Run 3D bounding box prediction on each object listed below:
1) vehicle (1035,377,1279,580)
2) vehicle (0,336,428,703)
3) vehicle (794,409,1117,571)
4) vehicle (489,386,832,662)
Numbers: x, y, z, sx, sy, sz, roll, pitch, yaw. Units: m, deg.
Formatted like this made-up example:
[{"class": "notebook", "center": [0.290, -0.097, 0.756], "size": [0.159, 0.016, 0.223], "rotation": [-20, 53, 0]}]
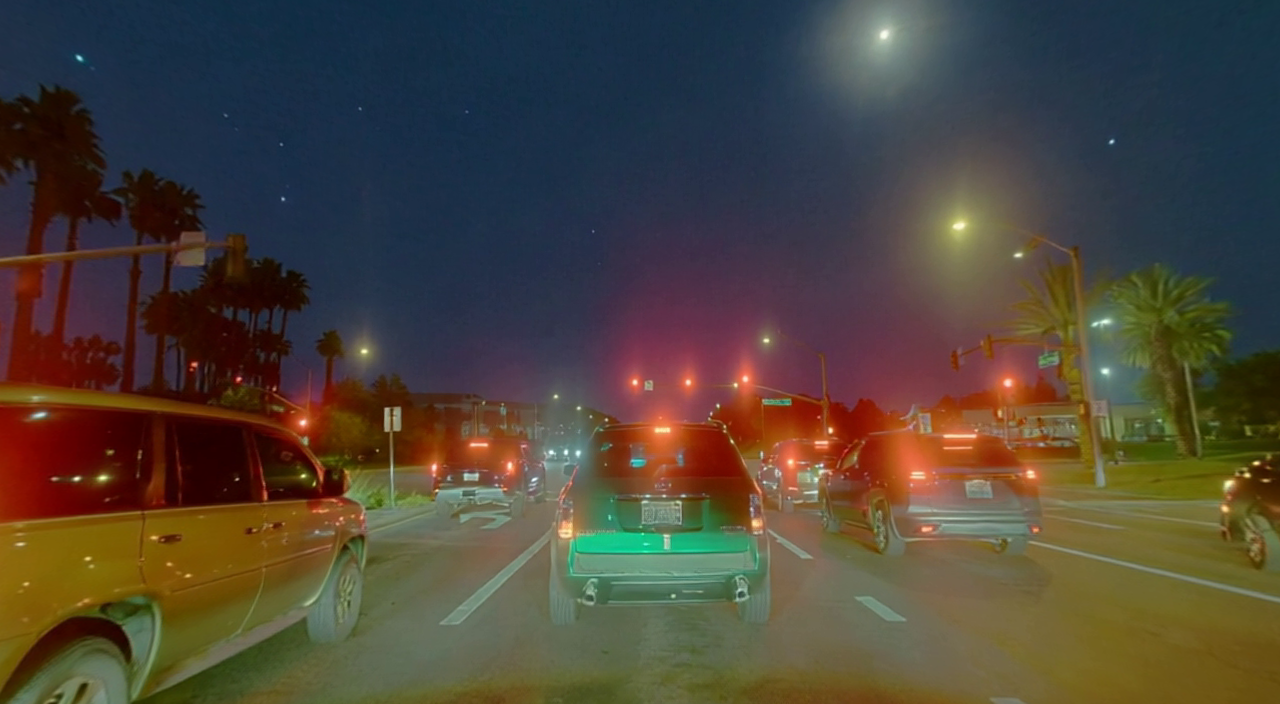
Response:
[{"class": "vehicle", "center": [7.317, 1.339, 6.849], "size": [2.337, 1.925, 5.728], "rotation": [0, -8, 1]}, {"class": "vehicle", "center": [-3.181, 1.084, 3.913], "size": [2.171, 1.702, 4.416], "rotation": [0, -8, 0]}, {"class": "vehicle", "center": [3.994, 1.851, 9.315], "size": [2.072, 1.704, 5.170], "rotation": [0, -8, -1]}, {"class": "vehicle", "center": [0.157, 1.374, 6.045], "size": [2.123, 1.704, 4.128], "rotation": [0, -9, 1]}]
